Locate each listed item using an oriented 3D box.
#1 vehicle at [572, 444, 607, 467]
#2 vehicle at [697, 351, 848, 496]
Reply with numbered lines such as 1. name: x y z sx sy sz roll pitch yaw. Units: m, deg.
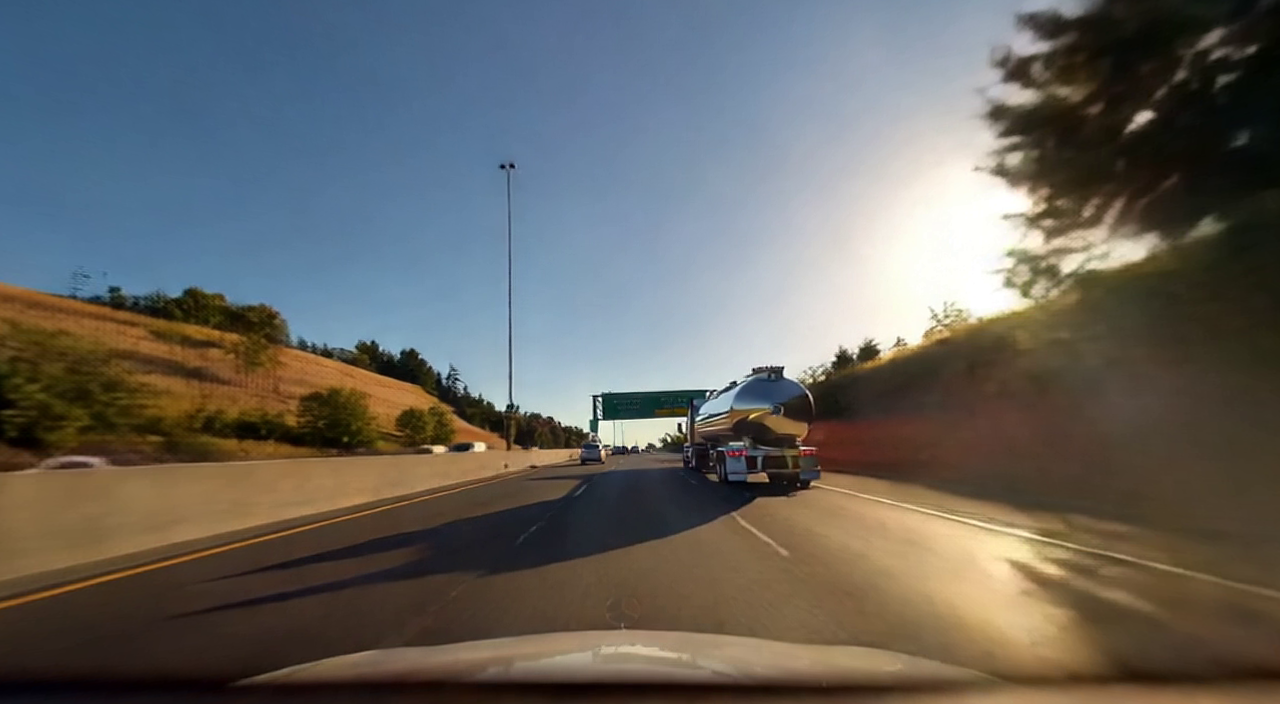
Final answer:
1. vehicle: -3.402 6.996 42.978 1.986 1.458 4.506 0 -9 0
2. vehicle: 3.852 2.556 21.167 2.759 3.734 9.708 0 -9 -1
